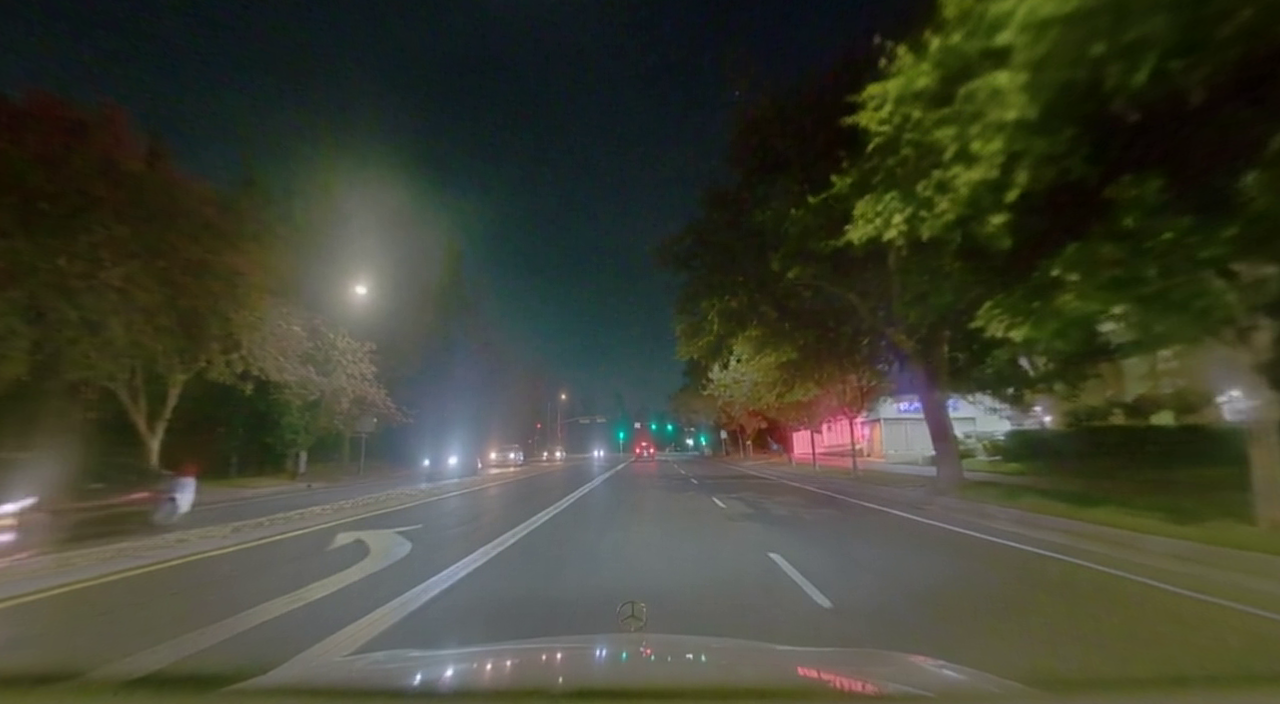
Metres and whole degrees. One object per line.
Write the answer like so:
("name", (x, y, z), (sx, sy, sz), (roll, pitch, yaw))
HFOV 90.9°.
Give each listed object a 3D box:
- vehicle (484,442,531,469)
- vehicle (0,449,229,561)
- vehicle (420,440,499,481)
("vehicle", (-9.268, 7.256, 44.479), (2.230, 1.777, 4.797), (-1, -8, 1))
("vehicle", (-9.965, 2.482, 10.964), (2.084, 1.517, 5.096), (-1, -8, 2))
("vehicle", (-8.500, 5.127, 30.165), (2.250, 1.747, 4.492), (-1, -8, 2))
